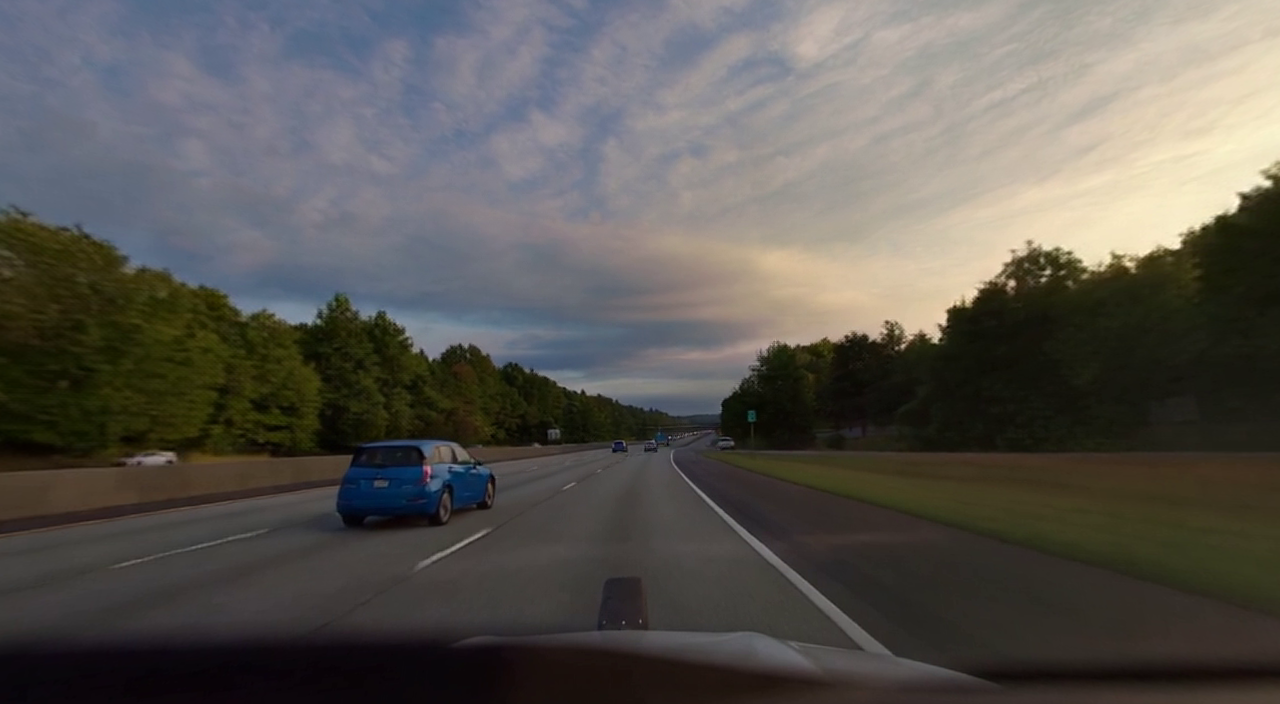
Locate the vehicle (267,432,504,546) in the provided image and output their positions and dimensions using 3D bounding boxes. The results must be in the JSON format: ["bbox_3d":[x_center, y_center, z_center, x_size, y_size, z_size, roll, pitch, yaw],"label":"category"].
[{"bbox_3d":[-3.821,2.136,10.519,1.996,1.454,4.495,-1,-9,1],"label":"vehicle"}]

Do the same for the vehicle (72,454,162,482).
[{"bbox_3d":[-34.470,7.617,41.660,1.832,1.687,4.502,-1,-9,6],"label":"vehicle"}]
